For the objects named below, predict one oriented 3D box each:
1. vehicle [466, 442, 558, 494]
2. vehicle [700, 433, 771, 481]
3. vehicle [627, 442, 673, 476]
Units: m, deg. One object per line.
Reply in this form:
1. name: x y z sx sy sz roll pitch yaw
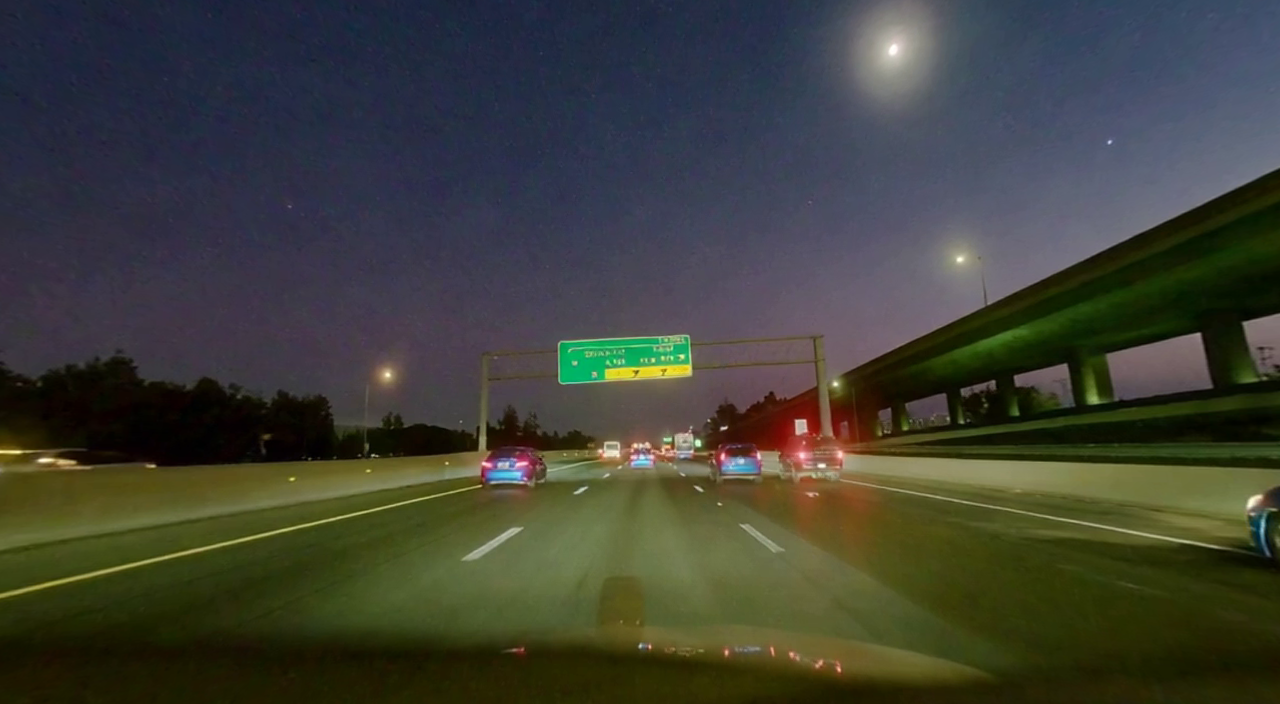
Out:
1. vehicle: -3.993 3.681 20.355 2.031 1.491 4.145 0 -9 1
2. vehicle: 3.769 4.239 25.606 2.202 1.748 4.158 0 -9 0
3. vehicle: 0.499 5.175 30.661 2.089 1.493 3.964 0 -8 1
